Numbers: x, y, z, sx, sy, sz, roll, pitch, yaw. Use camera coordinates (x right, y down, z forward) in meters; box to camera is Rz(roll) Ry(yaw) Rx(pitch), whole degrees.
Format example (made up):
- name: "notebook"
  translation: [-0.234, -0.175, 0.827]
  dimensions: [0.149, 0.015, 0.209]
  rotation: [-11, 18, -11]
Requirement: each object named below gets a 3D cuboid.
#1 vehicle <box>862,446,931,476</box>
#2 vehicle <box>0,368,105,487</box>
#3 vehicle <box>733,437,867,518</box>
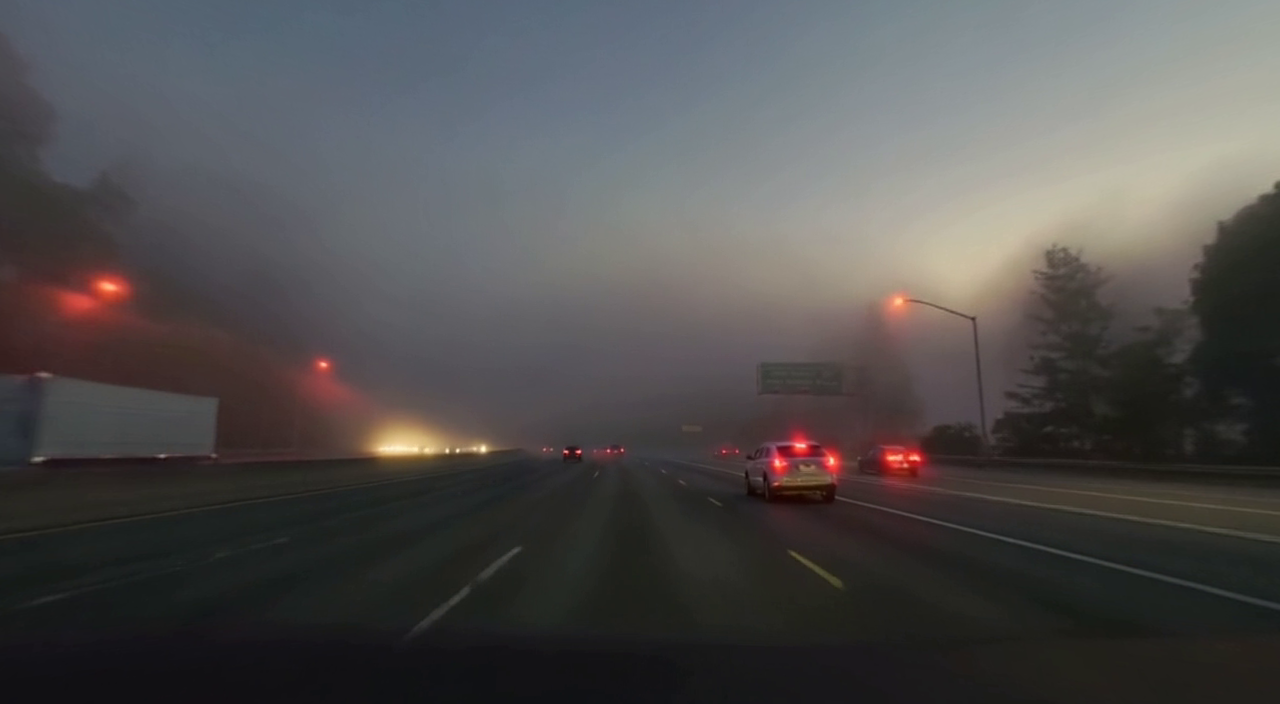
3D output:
- name: "vehicle"
  translation: [13.415, 5.709, 33.284]
  dimensions: [1.878, 1.486, 4.636]
  rotation: [0, -9, 2]
- name: "vehicle"
  translation: [-23.862, 2.813, 23.103]
  dimensions: [2.931, 4.092, 6.128]
  rotation: [1, -9, -3]
- name: "vehicle"
  translation: [3.429, 2.766, 14.315]
  dimensions: [1.975, 1.562, 3.823]
  rotation: [0, -9, -1]
